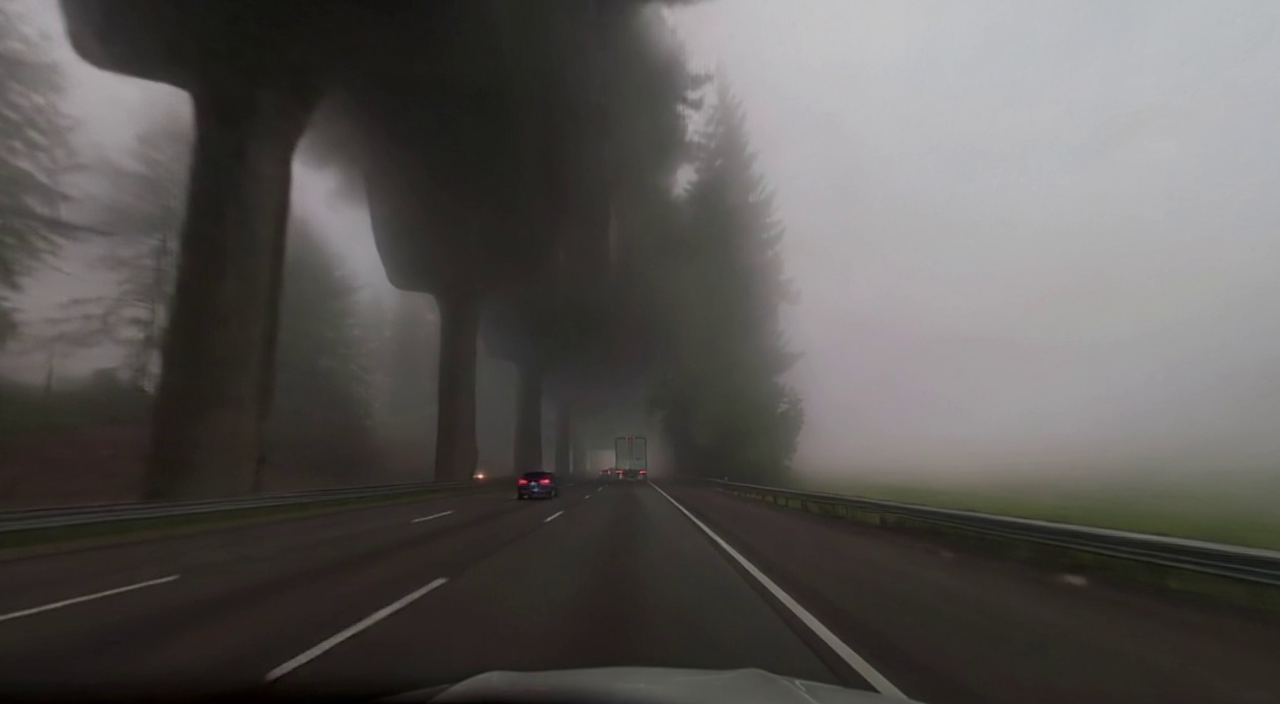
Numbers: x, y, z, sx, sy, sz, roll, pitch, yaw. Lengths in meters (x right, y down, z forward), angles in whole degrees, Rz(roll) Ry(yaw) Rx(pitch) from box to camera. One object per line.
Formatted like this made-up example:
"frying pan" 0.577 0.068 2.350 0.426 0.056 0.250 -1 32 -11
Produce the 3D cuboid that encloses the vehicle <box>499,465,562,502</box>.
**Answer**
"vehicle" -4.804 5.862 28.330 1.950 1.460 4.812 1 -11 0
